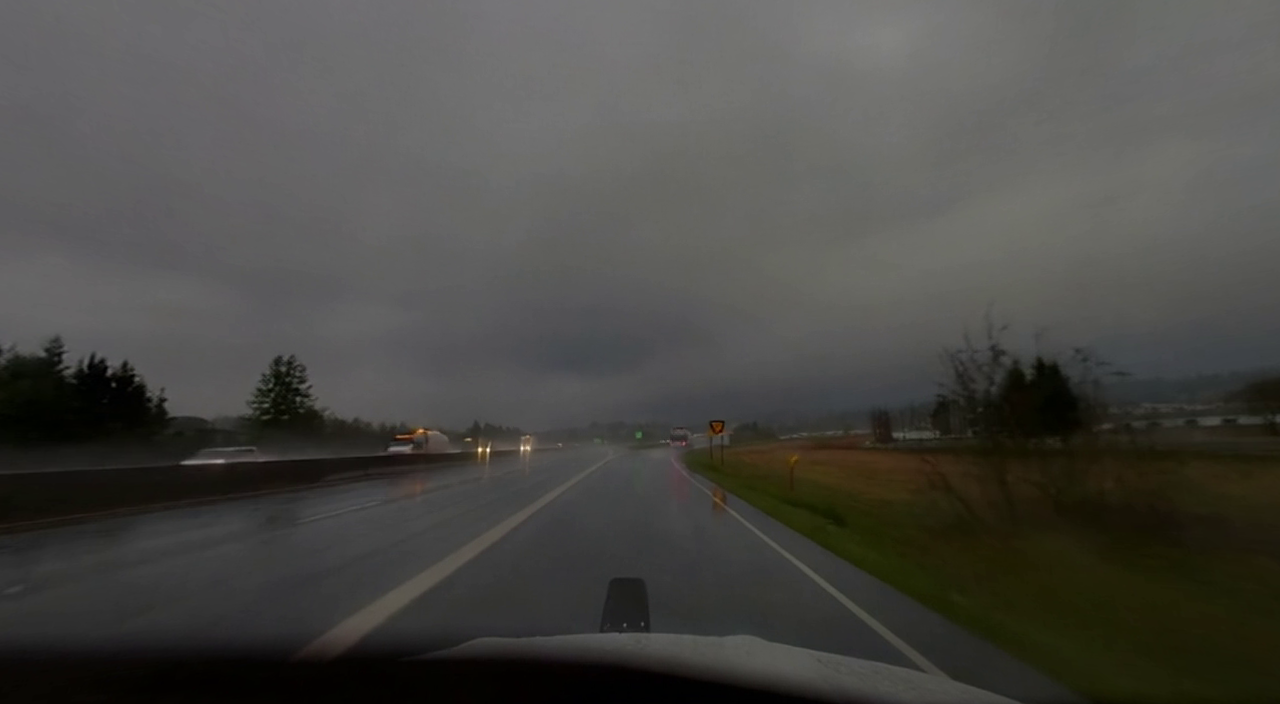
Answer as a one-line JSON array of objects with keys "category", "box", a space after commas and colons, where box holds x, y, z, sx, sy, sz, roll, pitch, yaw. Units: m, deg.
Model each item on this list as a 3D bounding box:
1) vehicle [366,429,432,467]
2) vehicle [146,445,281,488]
[{"category": "vehicle", "box": [-16.871, 6.776, 44.377, 2.414, 2.495, 5.613, 0, -9, 0]}, {"category": "vehicle", "box": [-16.544, 4.442, 24.707, 1.888, 1.502, 4.814, 0, -9, 0]}]
